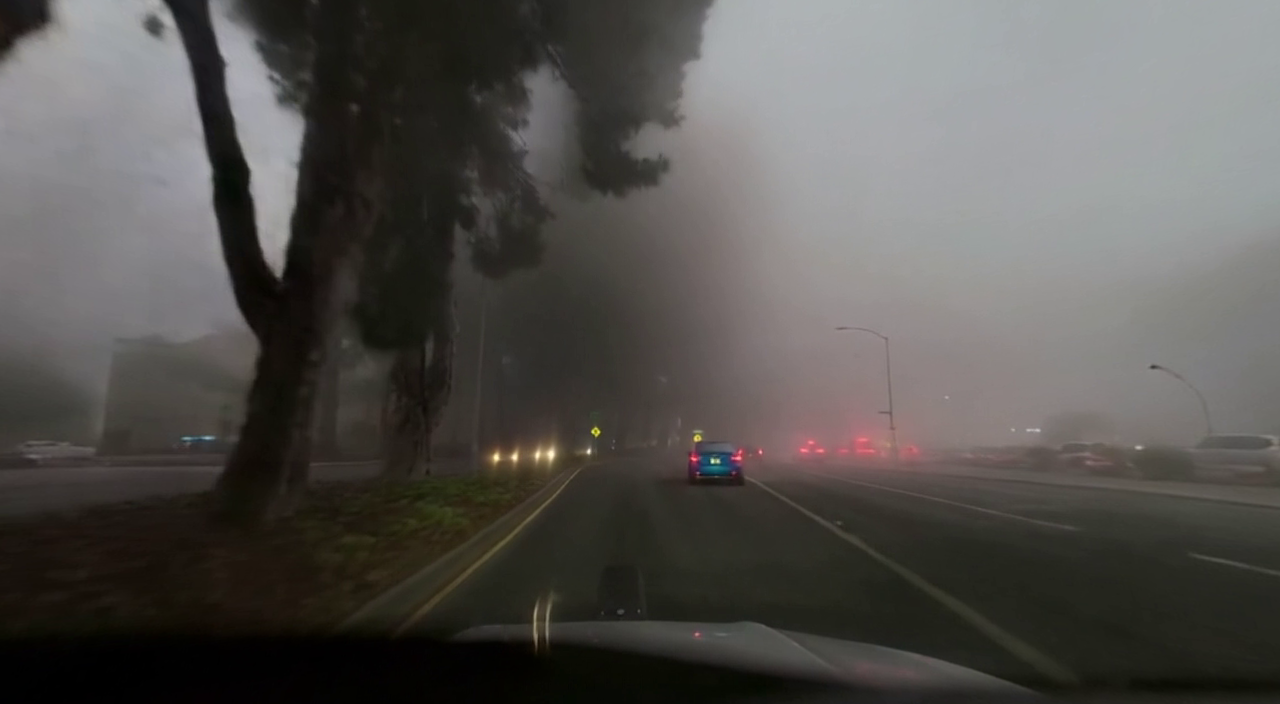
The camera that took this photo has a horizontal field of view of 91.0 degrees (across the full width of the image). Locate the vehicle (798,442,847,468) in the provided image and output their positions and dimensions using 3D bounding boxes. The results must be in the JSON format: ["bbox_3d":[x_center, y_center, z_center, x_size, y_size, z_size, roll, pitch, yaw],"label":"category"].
[{"bbox_3d":[10.881,6.161,37.815,1.928,1.488,4.361,-1,-8,4],"label":"vehicle"}]

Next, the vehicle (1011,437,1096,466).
[{"bbox_3d":[27.528,6.590,41.894,4.719,1.851,1.920,2,-8,-14],"label":"vehicle"}]

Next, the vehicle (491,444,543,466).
[{"bbox_3d":[-8.115,6.823,41.826,2.089,1.400,4.467,-1,-8,7],"label":"vehicle"}]

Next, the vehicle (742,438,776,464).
[{"bbox_3d":[8.463,7.087,45.157,1.976,1.796,4.159,-1,-8,5],"label":"vehicle"}]

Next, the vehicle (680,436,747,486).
[{"bbox_3d":[2.531,3.867,22.708,2.145,1.603,4.369,-1,-8,3],"label":"vehicle"}]

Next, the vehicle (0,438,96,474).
[{"bbox_3d":[-36.759,6.413,39.189,2.208,2.008,5.391,2,-9,-17],"label":"vehicle"}]
